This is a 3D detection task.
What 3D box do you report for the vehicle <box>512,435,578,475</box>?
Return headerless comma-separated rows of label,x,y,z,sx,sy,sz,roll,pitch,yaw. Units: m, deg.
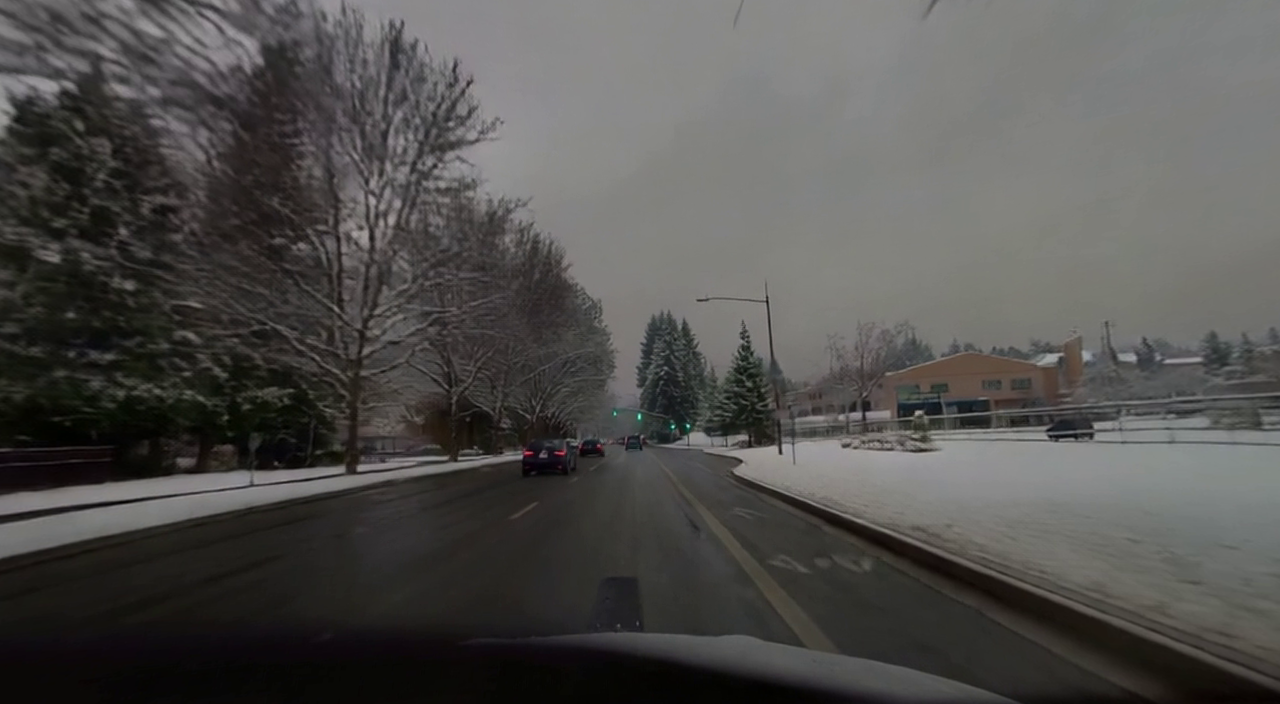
vehicle,-3.649,4.045,24.995,1.932,1.431,4.144,0,-8,1
